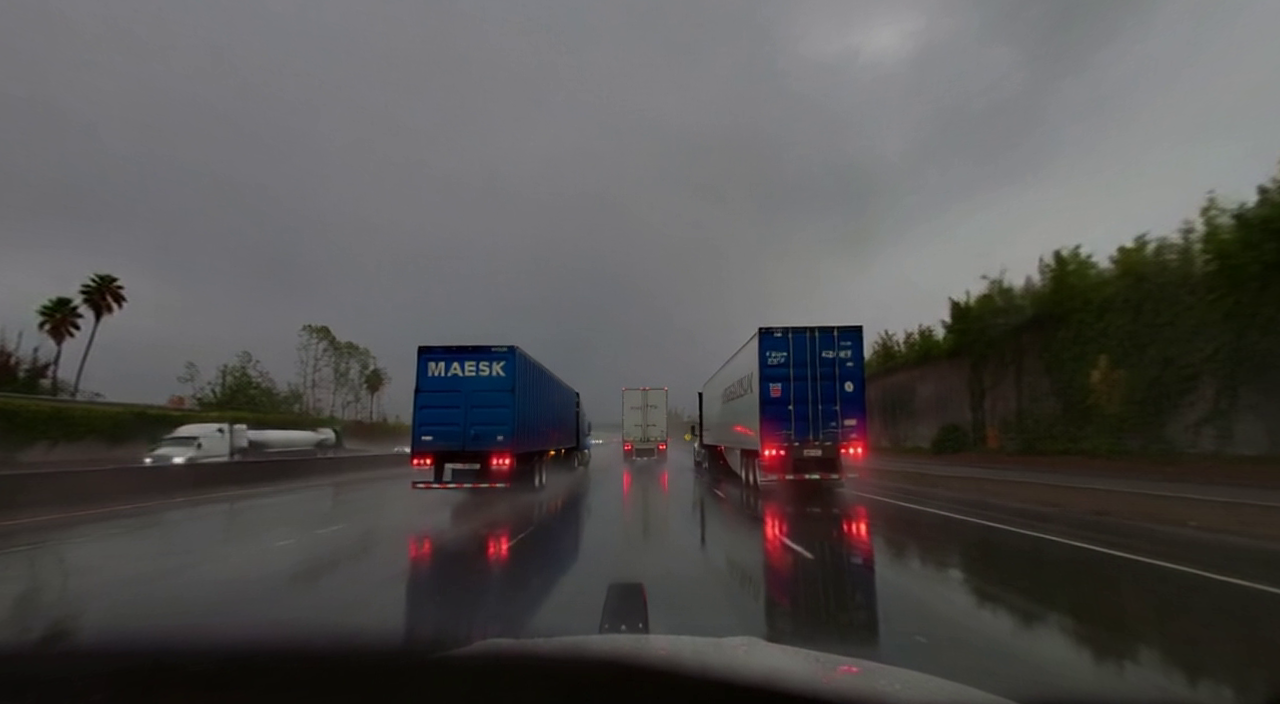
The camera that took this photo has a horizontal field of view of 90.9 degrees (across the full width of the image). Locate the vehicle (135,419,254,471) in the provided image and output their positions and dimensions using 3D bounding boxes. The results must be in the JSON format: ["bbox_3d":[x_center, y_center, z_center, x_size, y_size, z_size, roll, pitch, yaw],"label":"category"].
[{"bbox_3d":[-34.784,7.295,49.808,3.097,3.716,8.360,0,-8,1],"label":"vehicle"}]

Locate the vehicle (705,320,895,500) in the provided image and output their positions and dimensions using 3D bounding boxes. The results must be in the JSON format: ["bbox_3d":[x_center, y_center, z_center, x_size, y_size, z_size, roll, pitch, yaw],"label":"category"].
[{"bbox_3d":[4.450,2.359,21.988,2.887,4.178,14.553,0,-8,0],"label":"vehicle"}]

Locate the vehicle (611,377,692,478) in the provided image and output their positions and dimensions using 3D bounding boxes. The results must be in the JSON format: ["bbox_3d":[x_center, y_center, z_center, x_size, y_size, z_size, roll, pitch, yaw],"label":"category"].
[{"bbox_3d":[0.533,4.207,33.343,3.097,3.856,18.209,0,-8,1],"label":"vehicle"}]

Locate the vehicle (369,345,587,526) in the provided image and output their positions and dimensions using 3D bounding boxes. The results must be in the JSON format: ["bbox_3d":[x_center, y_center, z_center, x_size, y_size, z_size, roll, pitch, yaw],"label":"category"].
[{"bbox_3d":[-3.356,2.268,16.883,2.786,3.228,11.082,0,-8,1],"label":"vehicle"}]
